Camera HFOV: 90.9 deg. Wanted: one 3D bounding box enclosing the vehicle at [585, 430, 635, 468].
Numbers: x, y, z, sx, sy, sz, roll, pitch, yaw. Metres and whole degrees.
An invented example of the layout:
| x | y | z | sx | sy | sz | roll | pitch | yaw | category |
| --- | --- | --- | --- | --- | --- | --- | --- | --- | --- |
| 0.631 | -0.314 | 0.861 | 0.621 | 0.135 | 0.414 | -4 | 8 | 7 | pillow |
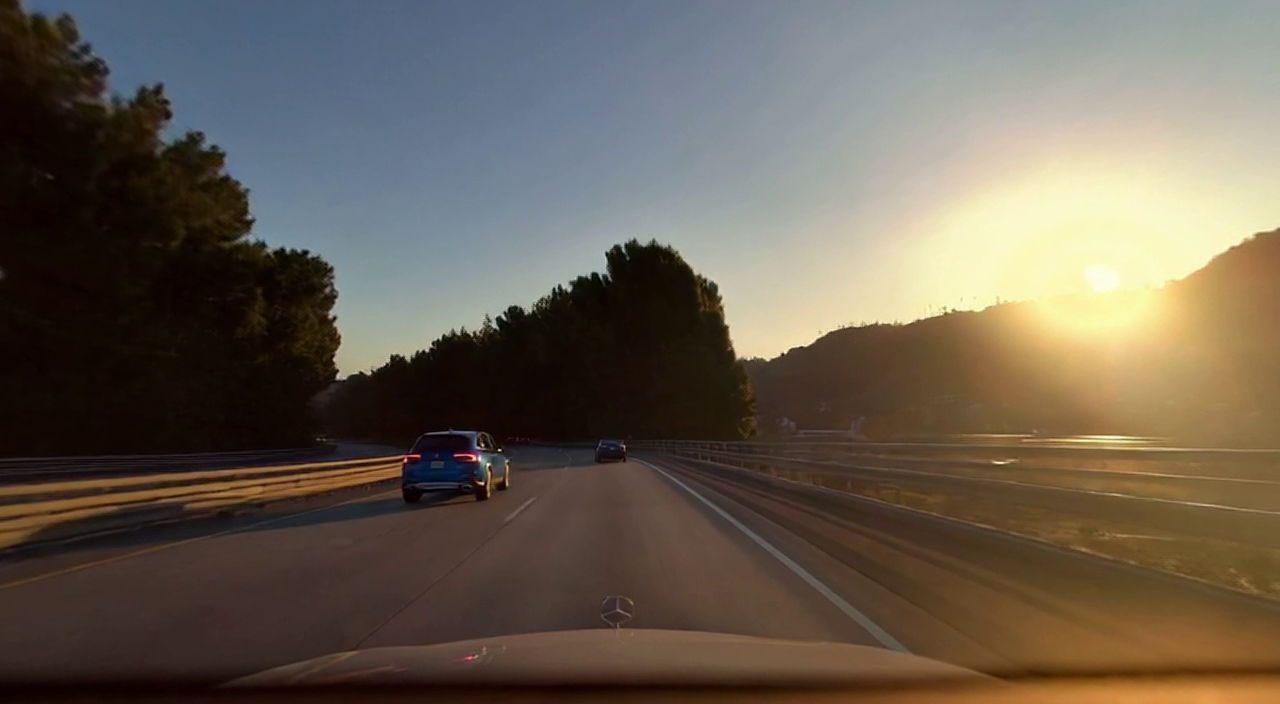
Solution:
| x | y | z | sx | sy | sz | roll | pitch | yaw | category |
| --- | --- | --- | --- | --- | --- | --- | --- | --- | --- |
| -1.668 | 5.073 | 33.331 | 2.452 | 1.857 | 4.022 | 0 | -8 | -5 | vehicle |

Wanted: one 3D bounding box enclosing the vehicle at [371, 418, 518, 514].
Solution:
| x | y | z | sx | sy | sz | roll | pitch | yaw | category |
| --- | --- | --- | --- | --- | --- | --- | --- | --- | --- |
| -4.300 | 2.565 | 14.817 | 2.053 | 1.847 | 4.760 | 0 | -8 | -2 | vehicle |
